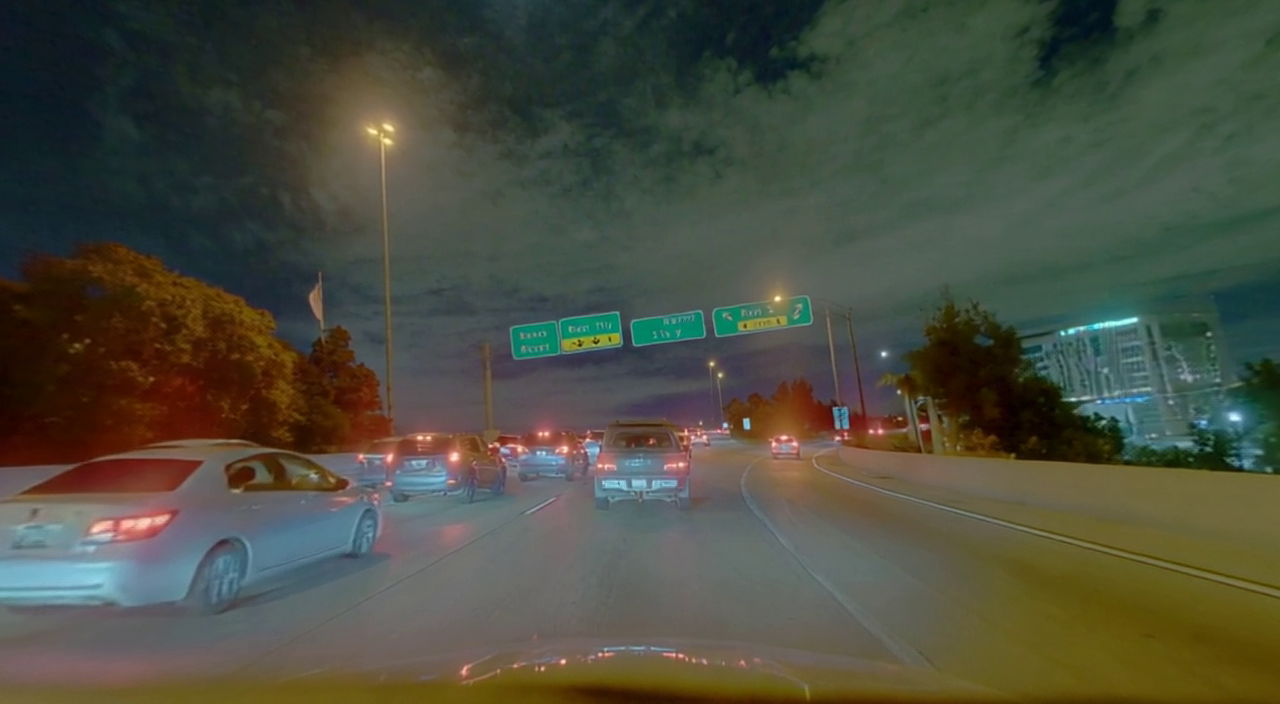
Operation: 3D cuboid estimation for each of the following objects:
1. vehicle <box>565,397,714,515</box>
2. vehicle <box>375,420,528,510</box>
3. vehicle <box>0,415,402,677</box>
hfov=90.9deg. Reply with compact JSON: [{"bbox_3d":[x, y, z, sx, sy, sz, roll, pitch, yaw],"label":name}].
[{"bbox_3d":[0.072,2.280,14.156,2.616,2.063,5.933,0,-9,2],"label":"vehicle"},{"bbox_3d":[-4.058,2.530,14.511,1.953,1.729,4.377,0,-9,3],"label":"vehicle"},{"bbox_3d":[-4.123,1.433,5.820,2.087,1.481,4.225,0,-9,2],"label":"vehicle"}]
